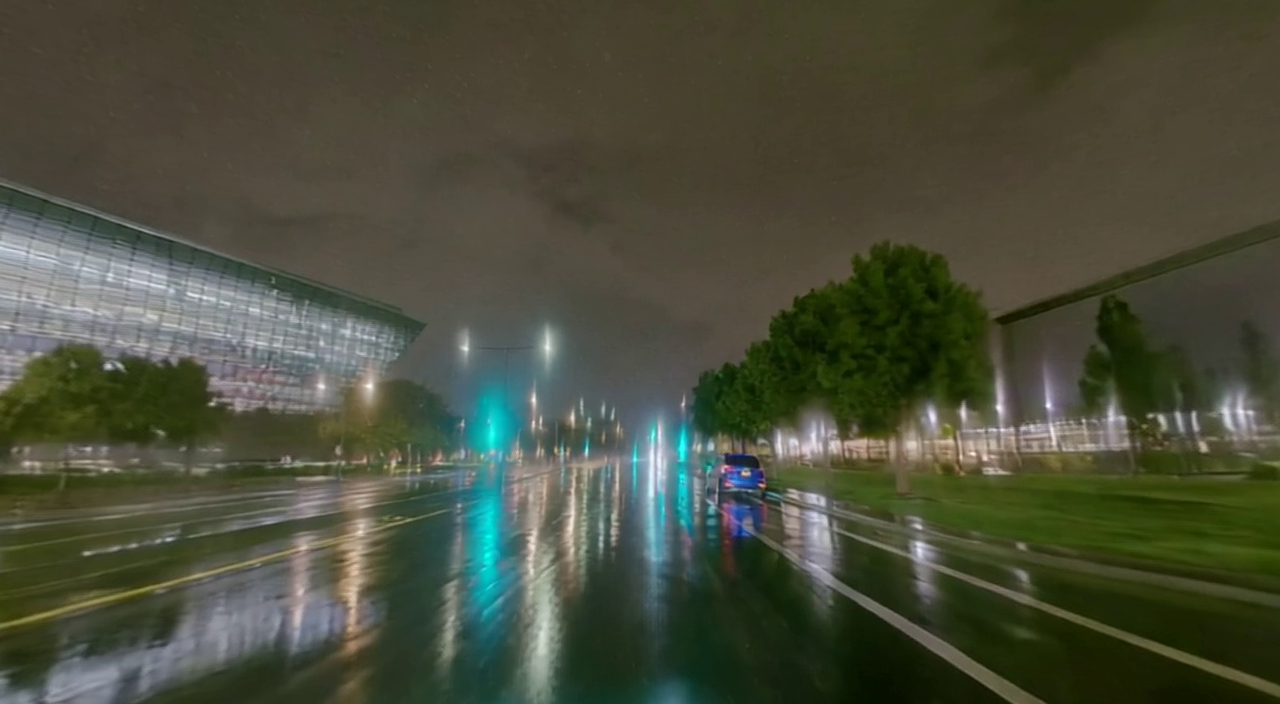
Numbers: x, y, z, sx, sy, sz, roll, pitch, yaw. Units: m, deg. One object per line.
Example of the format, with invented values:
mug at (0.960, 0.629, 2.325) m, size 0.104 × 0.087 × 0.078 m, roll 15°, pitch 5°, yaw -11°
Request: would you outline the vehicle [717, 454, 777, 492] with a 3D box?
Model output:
vehicle at (4.757, 5.422, 28.652) m, size 1.909 × 1.503 × 4.368 m, roll 0°, pitch -8°, yaw 0°
